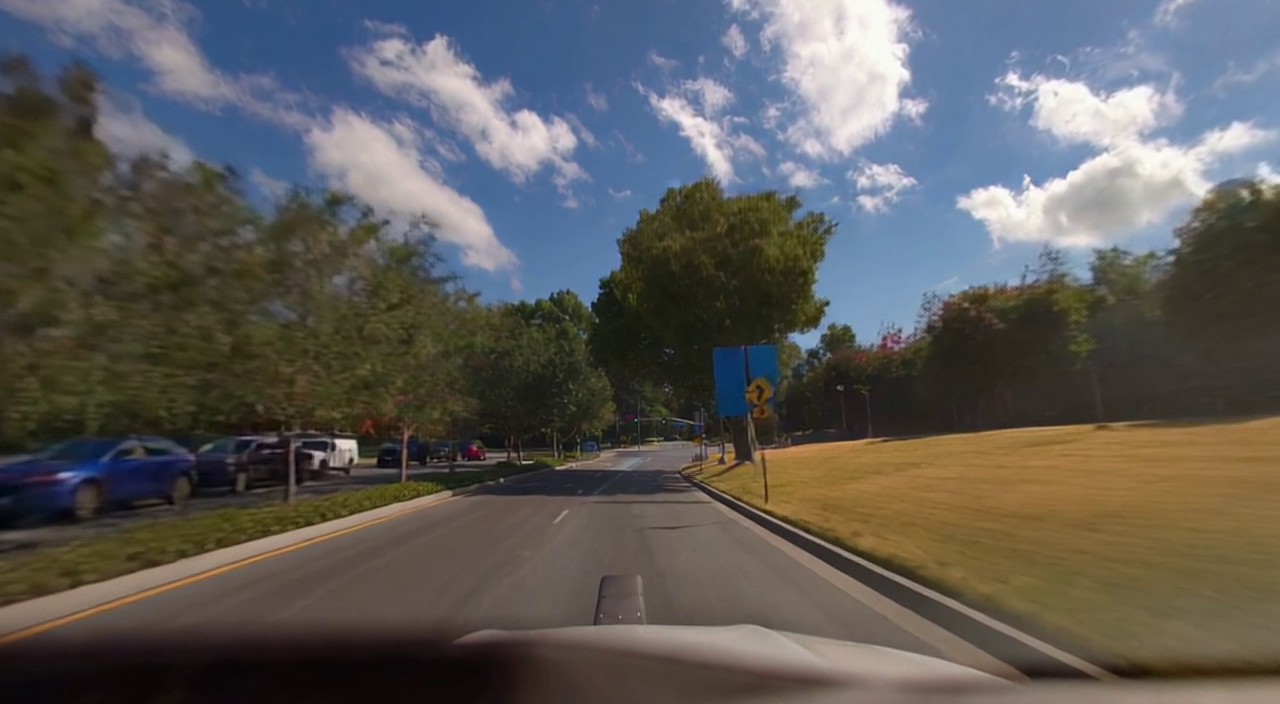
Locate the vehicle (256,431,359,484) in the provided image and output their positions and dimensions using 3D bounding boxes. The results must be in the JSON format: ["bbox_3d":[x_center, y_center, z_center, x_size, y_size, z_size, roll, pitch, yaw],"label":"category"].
[{"bbox_3d":[-18.063,5.750,34.655,2.327,2.595,6.045,-1,-9,0],"label":"vehicle"}]

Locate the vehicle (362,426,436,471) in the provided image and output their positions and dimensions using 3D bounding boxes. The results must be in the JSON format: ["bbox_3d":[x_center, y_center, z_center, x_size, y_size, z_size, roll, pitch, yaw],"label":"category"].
[{"bbox_3d":[-18.312,7.410,48.274,2.739,3.171,7.030,0,-9,1],"label":"vehicle"}]

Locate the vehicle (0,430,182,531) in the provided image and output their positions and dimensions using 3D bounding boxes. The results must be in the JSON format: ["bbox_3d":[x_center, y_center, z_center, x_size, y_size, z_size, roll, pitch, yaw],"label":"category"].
[{"bbox_3d":[-14.628,3.178,16.251,2.266,2.117,6.049,1,-9,-14],"label":"vehicle"}]
